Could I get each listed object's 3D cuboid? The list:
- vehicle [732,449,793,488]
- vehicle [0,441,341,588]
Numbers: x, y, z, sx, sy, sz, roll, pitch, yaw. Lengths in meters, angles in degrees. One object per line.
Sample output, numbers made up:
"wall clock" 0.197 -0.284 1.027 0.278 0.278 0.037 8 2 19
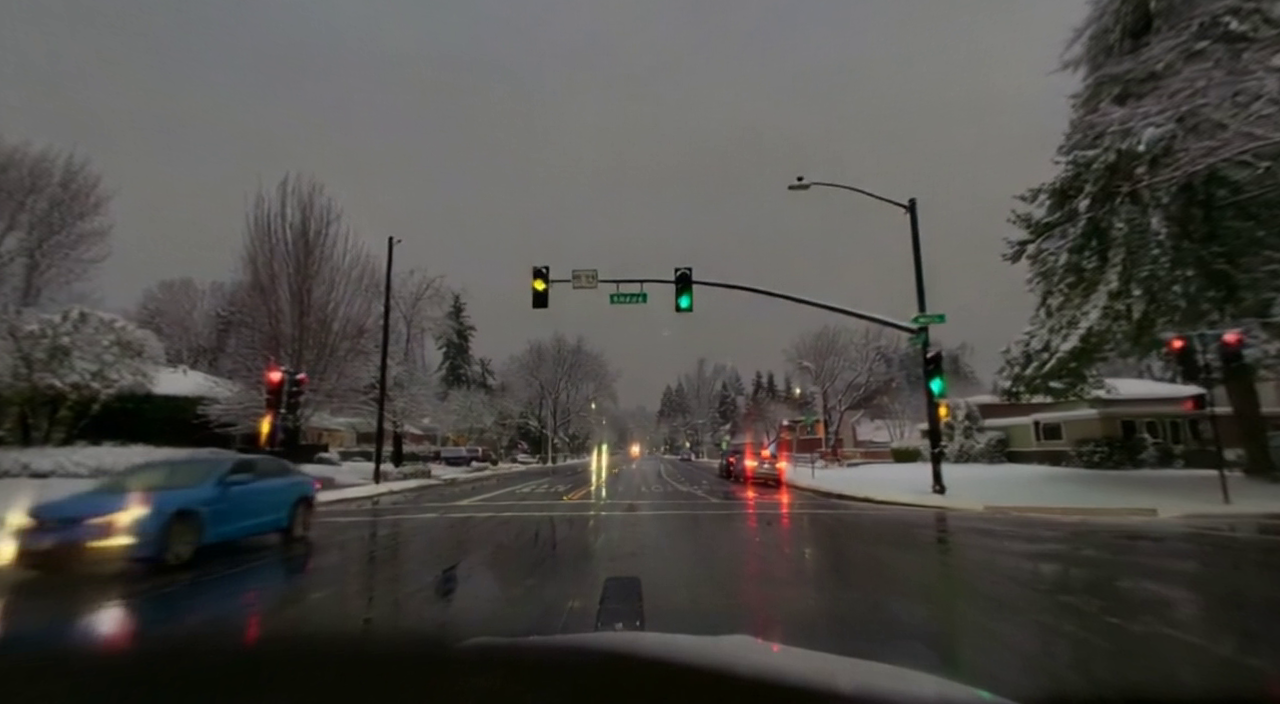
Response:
"vehicle" 5.486 5.241 28.797 1.891 1.611 4.269 0 -9 0
"vehicle" -6.899 2.185 9.524 2.270 1.605 4.958 0 -9 1
